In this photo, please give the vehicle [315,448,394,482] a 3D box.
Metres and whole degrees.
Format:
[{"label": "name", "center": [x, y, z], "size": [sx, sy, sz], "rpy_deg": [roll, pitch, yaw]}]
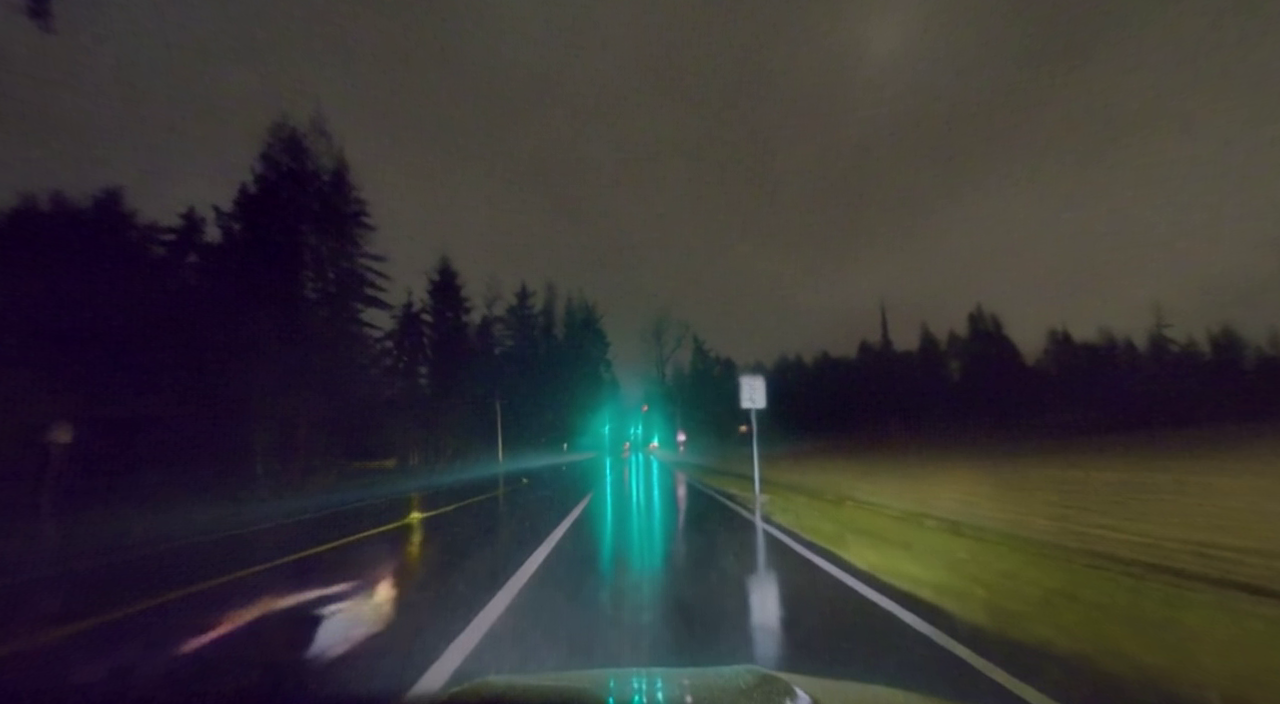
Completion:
[{"label": "vehicle", "center": [-20.625, 8.152, 45.709], "size": [4.655, 1.832, 2.227], "rpy_deg": [-6, -7, 1]}]
